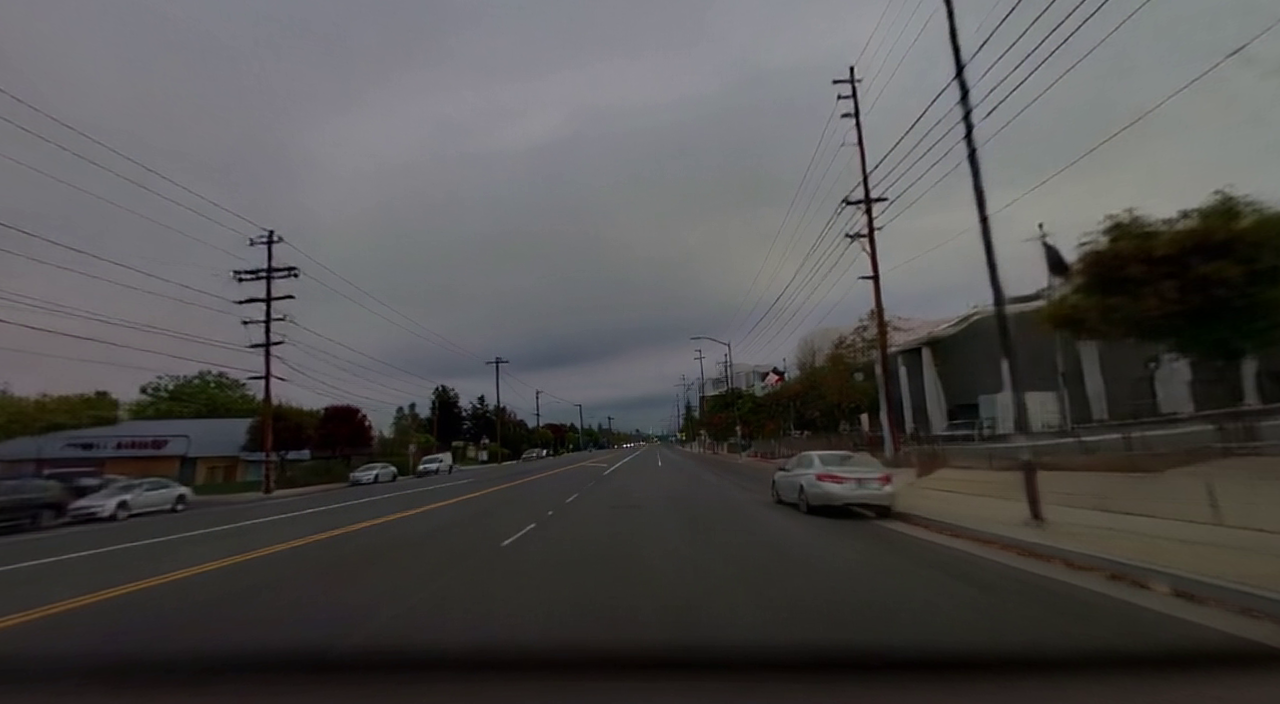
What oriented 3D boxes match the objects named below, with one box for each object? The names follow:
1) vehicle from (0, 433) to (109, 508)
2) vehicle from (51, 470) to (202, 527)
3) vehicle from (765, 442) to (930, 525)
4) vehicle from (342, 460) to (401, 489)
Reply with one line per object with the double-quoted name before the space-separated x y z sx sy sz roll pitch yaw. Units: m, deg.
"vehicle" -25.267 4.910 25.786 4.857 2.616 2.616 -4 -9 -17
"vehicle" -17.771 5.038 22.217 1.852 1.551 4.276 -6 -10 -2
"vehicle" 4.163 2.688 13.586 2.002 1.459 4.357 0 -8 -1
"vehicle" -17.684 8.060 41.835 1.931 1.501 4.564 -6 -9 -1
